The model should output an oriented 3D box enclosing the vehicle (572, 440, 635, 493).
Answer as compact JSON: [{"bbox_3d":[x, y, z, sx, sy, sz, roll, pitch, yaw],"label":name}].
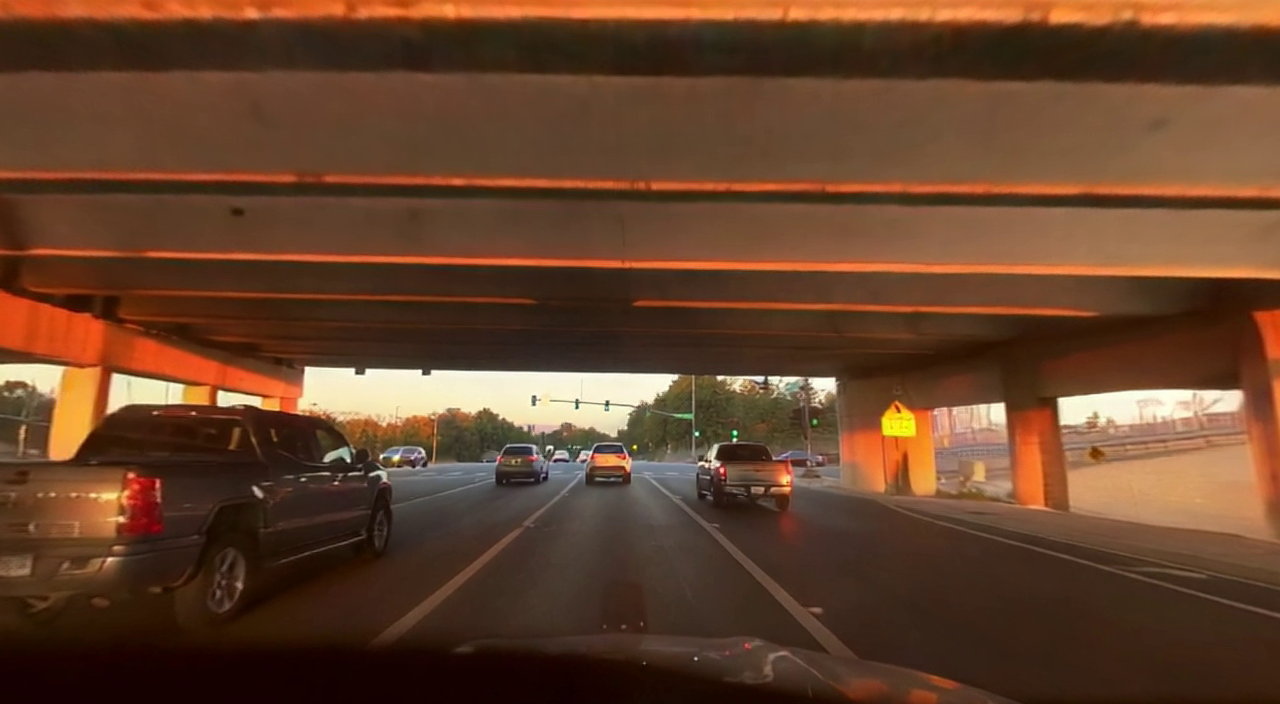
[{"bbox_3d":[-1.280,4.134,23.056,2.097,1.748,3.794,0,-9,-2],"label":"vehicle"}]

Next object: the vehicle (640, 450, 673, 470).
[{"bbox_3d":[1.193,8.205,48.079,2.026,1.457,3.969,1,-9,-5],"label":"vehicle"}]

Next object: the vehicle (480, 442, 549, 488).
[{"bbox_3d":[-5.042,4.587,25.982,2.127,1.720,4.064,0,-9,-2],"label":"vehicle"}]

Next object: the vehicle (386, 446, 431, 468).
[{"bbox_3d":[-18.100,8.218,49.489,2.089,1.684,4.521,1,-9,-5],"label":"vehicle"}]

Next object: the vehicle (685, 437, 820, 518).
[{"bbox_3d":[2.637,3.126,16.390,2.234,1.720,5.378,0,-9,-3],"label":"vehicle"}]

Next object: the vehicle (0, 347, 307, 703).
[{"bbox_3d":[-4.208,0.972,3.616,2.074,1.814,4.596,0,-9,0],"label":"vehicle"}]
